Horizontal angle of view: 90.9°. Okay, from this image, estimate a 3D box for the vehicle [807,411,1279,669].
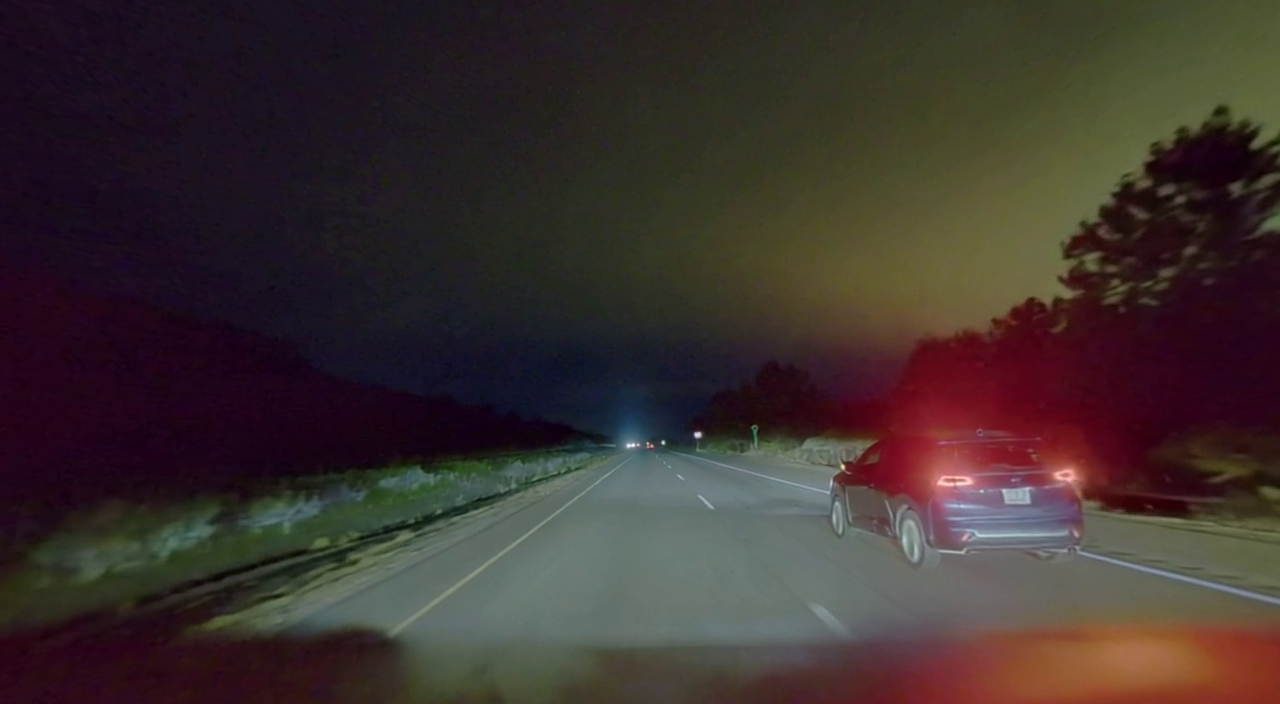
[{"bbox_3d":[3.182,1.415,5.923,2.003,1.466,4.441,-1,-8,0],"label":"vehicle"}]
